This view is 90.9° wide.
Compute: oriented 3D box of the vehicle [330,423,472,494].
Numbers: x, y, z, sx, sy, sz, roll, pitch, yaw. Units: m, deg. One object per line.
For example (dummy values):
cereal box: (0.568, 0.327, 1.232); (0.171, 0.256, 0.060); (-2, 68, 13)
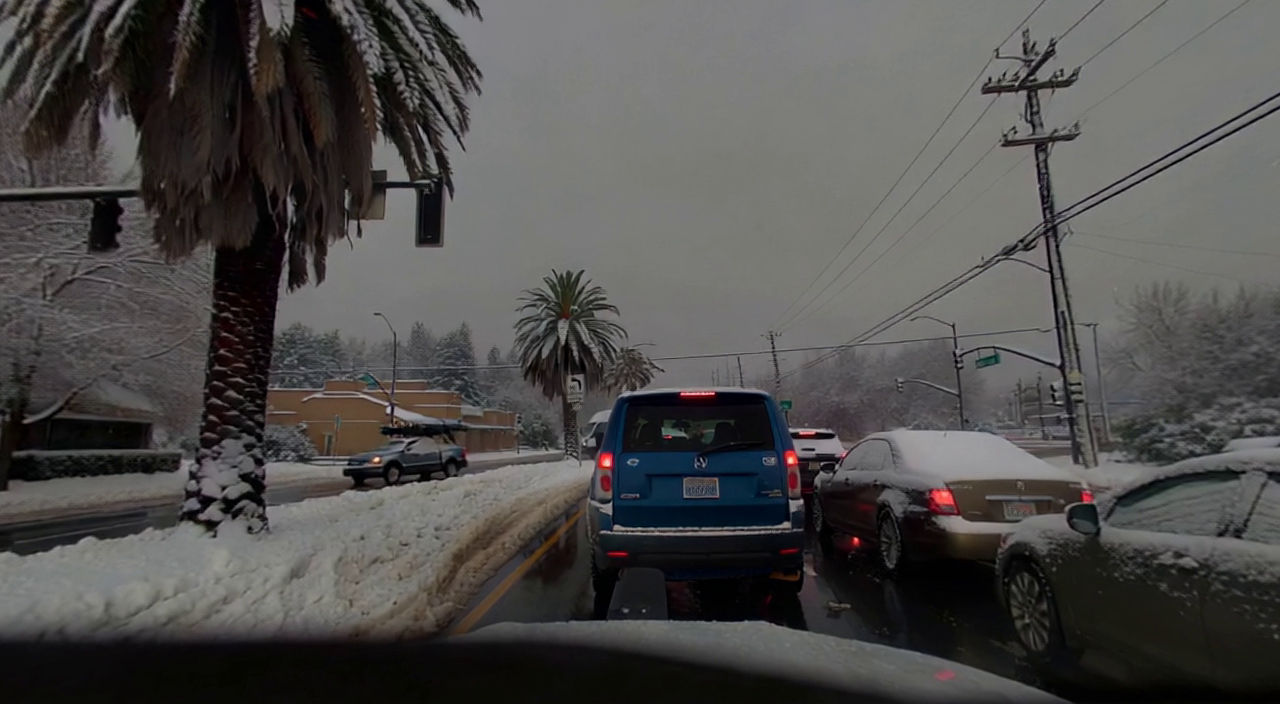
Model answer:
vehicle: (-9.955, 4.502, 27.015); (2.230, 2.653, 5.869); (-3, -9, 20)

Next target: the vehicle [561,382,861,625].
vehicle: (0.449, 1.435, 6.888); (2.228, 1.780, 4.269); (0, -9, -2)

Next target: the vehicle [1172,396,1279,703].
vehicle: (3.348, 0.652, 0.658); (1.805, 1.485, 4.348); (0, -9, 1)

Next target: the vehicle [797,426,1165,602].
vehicle: (3.426, 1.689, 7.509); (1.895, 1.456, 4.255); (0, -9, -2)
